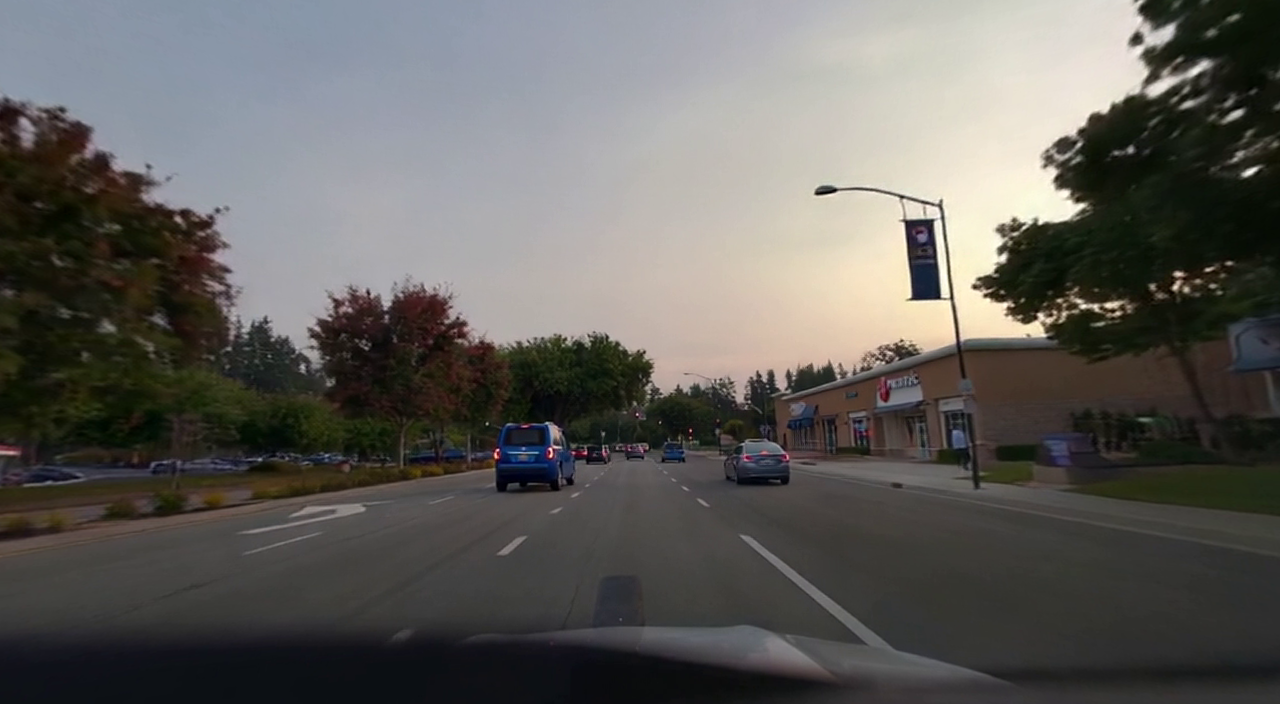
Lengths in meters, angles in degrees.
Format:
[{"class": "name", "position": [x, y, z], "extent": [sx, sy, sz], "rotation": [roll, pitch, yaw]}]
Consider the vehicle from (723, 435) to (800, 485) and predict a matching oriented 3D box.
[{"class": "vehicle", "position": [4.307, 3.886, 23.027], "extent": [1.869, 1.646, 4.166], "rotation": [0, -9, -2]}]

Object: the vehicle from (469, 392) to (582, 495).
[{"class": "vehicle", "position": [-3.403, 2.946, 20.227], "extent": [2.443, 2.784, 5.862], "rotation": [0, -9, 1]}]
